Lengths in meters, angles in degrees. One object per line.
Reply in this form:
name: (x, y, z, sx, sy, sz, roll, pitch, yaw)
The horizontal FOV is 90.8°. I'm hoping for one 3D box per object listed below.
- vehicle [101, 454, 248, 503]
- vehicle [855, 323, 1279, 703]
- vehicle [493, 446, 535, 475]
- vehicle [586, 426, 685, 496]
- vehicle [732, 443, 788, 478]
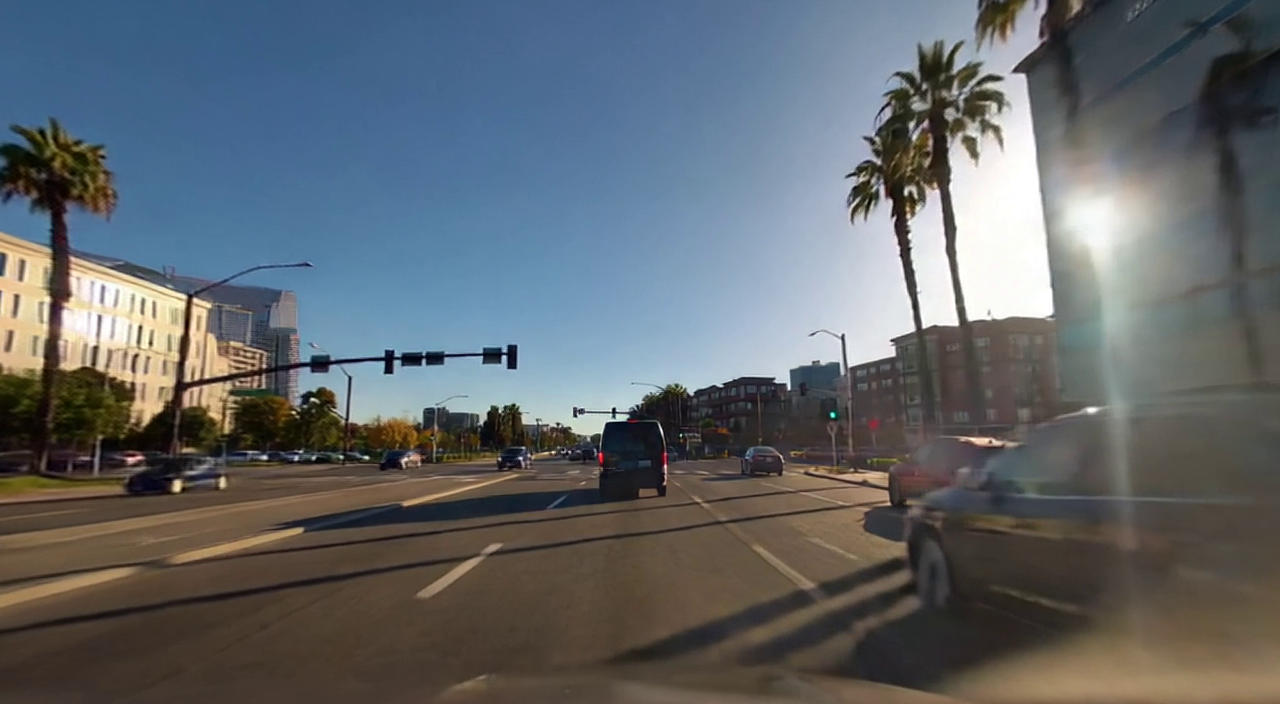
vehicle: (-16.277, 4.400, 22.476, 1.953, 1.480, 4.632, 0, -9, -4)
vehicle: (3.265, 0.974, 3.288, 2.462, 1.736, 4.899, 0, -9, -1)
vehicle: (-7.871, 6.689, 39.271, 2.109, 1.653, 4.681, 2, -9, -16)
vehicle: (-0.233, 3.587, 21.154, 2.848, 1.991, 5.706, 0, -9, -2)
vehicle: (6.239, 5.716, 33.457, 1.931, 1.692, 4.267, 0, -9, -3)
